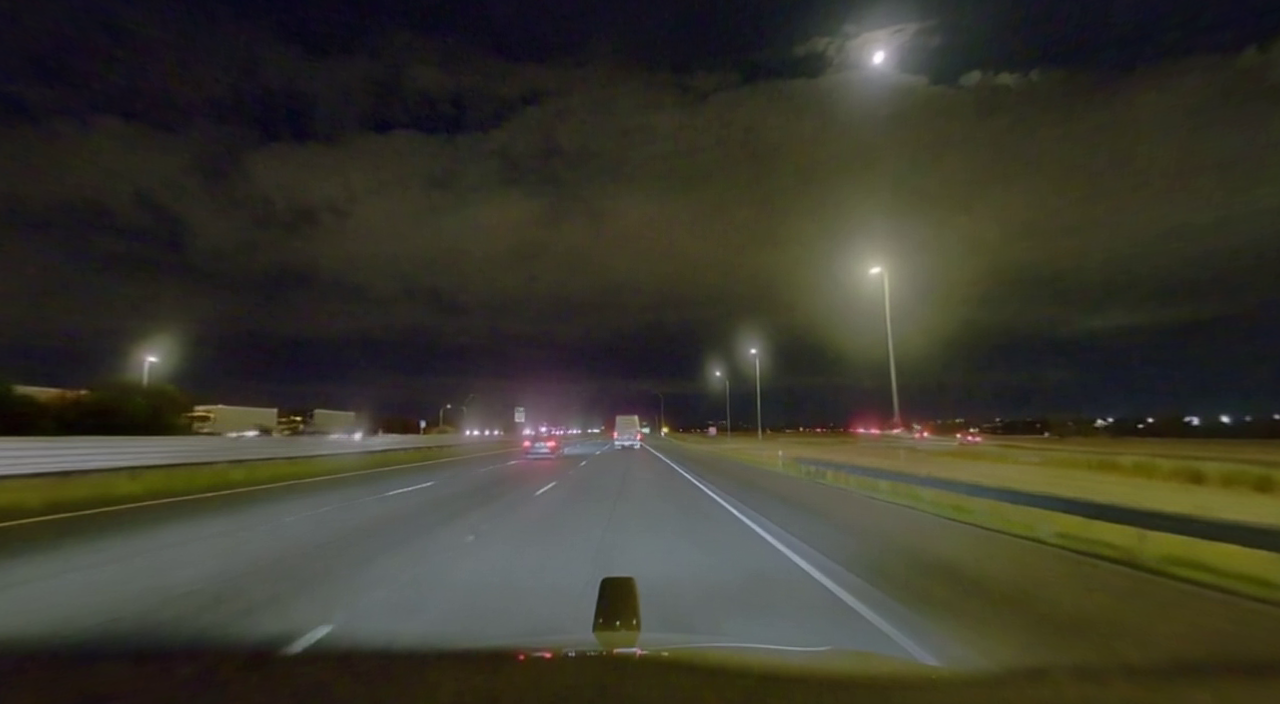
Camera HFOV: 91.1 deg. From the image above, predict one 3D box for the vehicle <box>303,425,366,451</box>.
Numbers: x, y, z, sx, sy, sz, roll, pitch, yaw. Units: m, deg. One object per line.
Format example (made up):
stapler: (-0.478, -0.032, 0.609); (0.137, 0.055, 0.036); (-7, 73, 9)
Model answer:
vehicle: (-19.134, 5.418, 39.619); (1.823, 1.492, 4.154); (0, -8, 1)

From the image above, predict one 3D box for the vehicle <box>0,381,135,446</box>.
vehicle: (-41.738, 4.339, 43.059); (2.900, 4.061, 14.421); (1, -8, -3)

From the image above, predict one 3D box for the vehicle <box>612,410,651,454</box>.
vehicle: (-0.615, 5.423, 42.333); (2.418, 2.704, 6.445); (0, -8, -2)

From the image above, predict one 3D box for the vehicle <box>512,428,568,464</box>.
vehicle: (-4.555, 4.345, 29.189); (1.932, 1.544, 3.864); (0, -8, 0)
